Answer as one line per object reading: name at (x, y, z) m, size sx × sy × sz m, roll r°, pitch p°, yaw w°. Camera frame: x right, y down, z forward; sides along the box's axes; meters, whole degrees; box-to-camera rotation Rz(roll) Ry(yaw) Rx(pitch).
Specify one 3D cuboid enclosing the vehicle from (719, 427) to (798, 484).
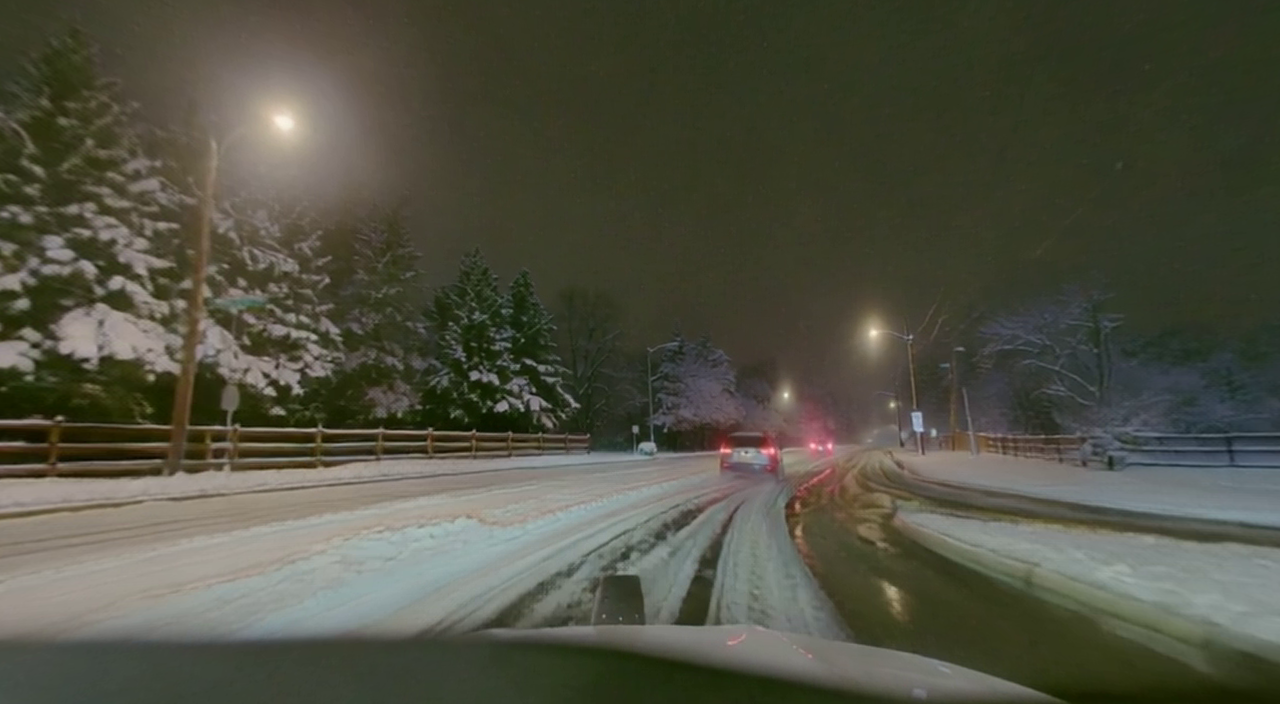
vehicle at (4.370, 3.660, 22.701) m, size 2.230 × 1.827 × 4.580 m, roll -2°, pitch -8°, yaw 17°
